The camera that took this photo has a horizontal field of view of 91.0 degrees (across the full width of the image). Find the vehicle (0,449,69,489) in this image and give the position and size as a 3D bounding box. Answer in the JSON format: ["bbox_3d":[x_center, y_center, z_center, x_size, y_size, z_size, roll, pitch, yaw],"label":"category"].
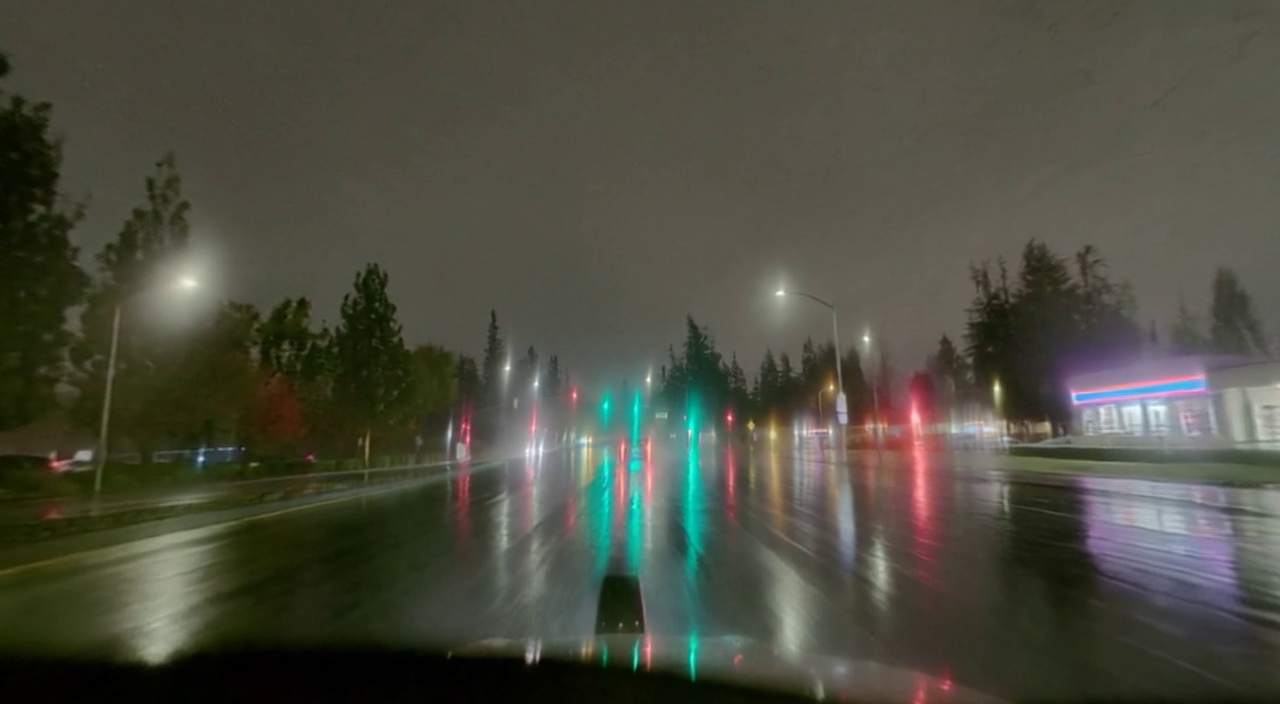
[{"bbox_3d":[-28.704,5.305,28.845,4.749,1.666,1.859,-4,-9,24],"label":"vehicle"}]

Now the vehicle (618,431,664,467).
[{"bbox_3d":[0.031,4.968,32.359,2.213,1.715,4.242,0,-8,-1],"label":"vehicle"}]
